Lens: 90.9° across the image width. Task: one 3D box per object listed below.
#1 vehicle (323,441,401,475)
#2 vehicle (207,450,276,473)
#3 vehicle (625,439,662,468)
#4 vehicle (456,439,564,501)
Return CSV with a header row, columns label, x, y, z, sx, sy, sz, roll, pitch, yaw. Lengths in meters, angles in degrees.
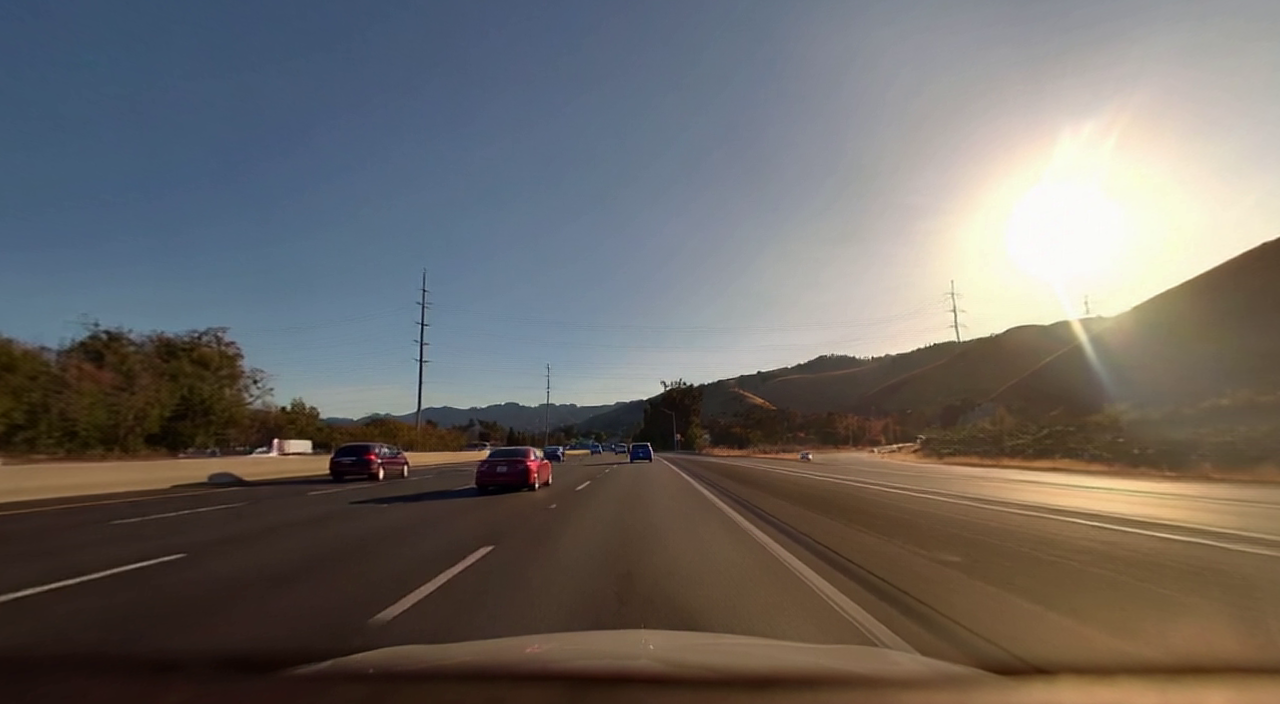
label,x,y,z,sx,sy,sz,roll,pitch,yaw
vehicle,-14.394,5.481,32.929,2.047,1.608,4.257,0,-8,1
vehicle,-27.705,7.608,44.018,1.943,1.434,4.407,0,-8,1
vehicle,0.200,6.480,40.394,2.194,1.737,4.127,0,-8,0
vehicle,-3.525,3.280,18.083,1.967,1.517,4.808,0,-8,1
